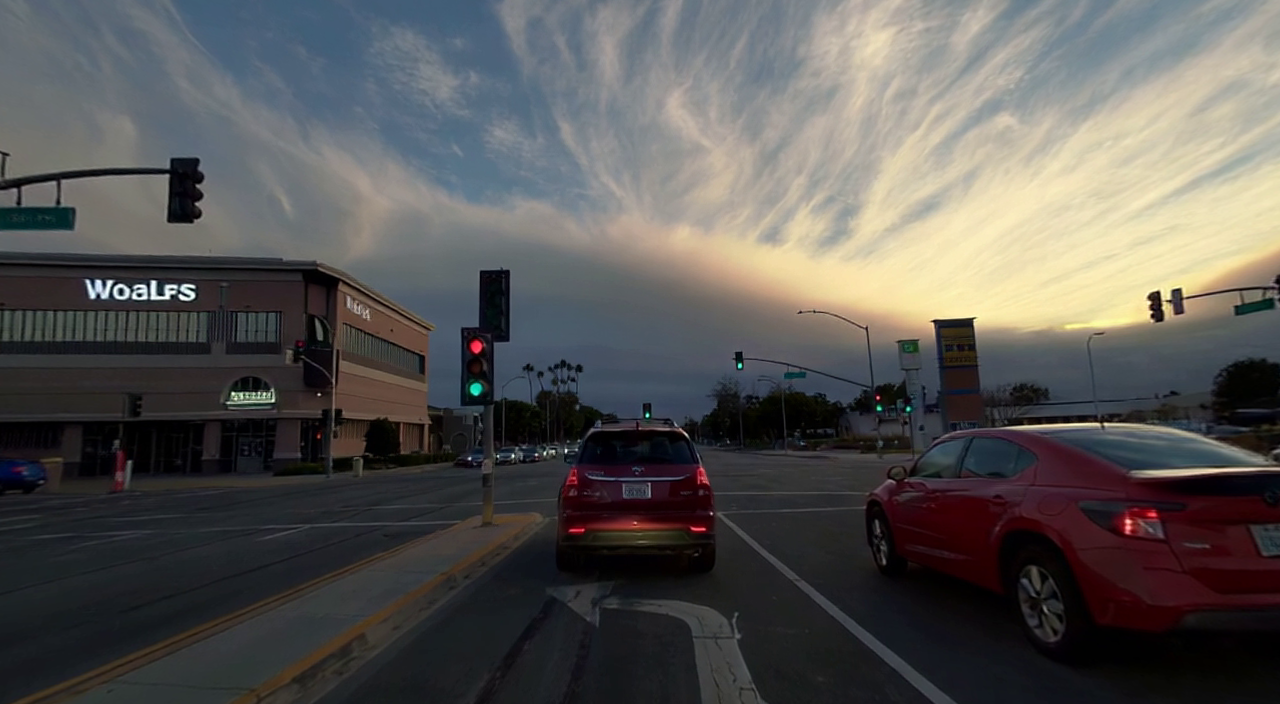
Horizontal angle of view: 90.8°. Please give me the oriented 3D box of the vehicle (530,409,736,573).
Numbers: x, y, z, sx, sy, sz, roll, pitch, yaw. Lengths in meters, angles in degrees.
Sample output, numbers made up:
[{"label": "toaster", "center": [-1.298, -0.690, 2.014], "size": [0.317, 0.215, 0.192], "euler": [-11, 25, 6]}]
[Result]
[{"label": "vehicle", "center": [-0.120, 1.844, 9.179], "size": [2.238, 1.762, 4.445], "euler": [0, -9, -1]}]

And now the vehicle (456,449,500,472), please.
[{"label": "vehicle", "center": [-11.816, 7.914, 46.427], "size": [2.005, 1.596, 4.342], "euler": [-1, -9, 1]}]

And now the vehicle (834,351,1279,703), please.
[{"label": "vehicle", "center": [3.209, 1.150, 4.770], "size": [2.040, 1.674, 4.455], "euler": [0, -9, 0]}]

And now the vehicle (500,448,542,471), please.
[{"label": "vehicle", "center": [-8.543, 7.742, 45.738], "size": [2.163, 1.529, 4.210], "euler": [0, -9, 1]}]
